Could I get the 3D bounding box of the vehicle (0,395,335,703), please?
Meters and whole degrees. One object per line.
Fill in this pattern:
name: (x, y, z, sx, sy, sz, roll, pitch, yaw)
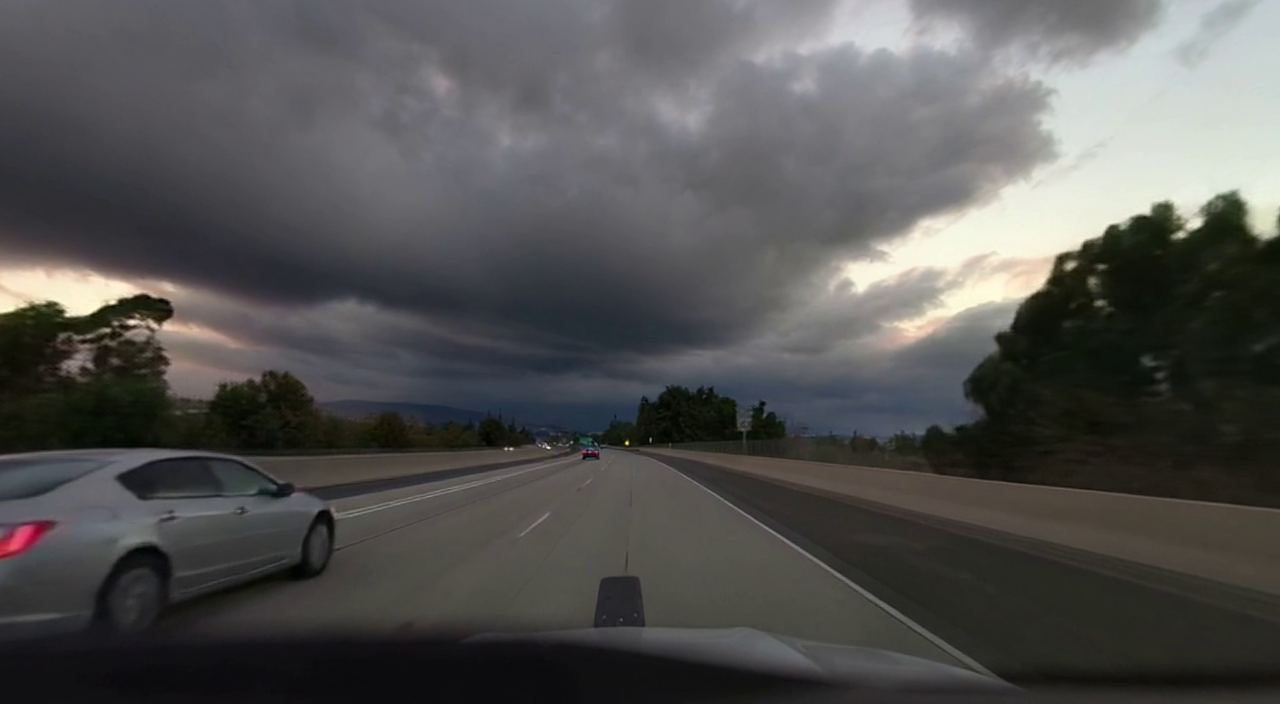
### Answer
vehicle: (-4.034, 1.107, 3.847, 2.017, 1.522, 4.569, 0, -9, 0)
